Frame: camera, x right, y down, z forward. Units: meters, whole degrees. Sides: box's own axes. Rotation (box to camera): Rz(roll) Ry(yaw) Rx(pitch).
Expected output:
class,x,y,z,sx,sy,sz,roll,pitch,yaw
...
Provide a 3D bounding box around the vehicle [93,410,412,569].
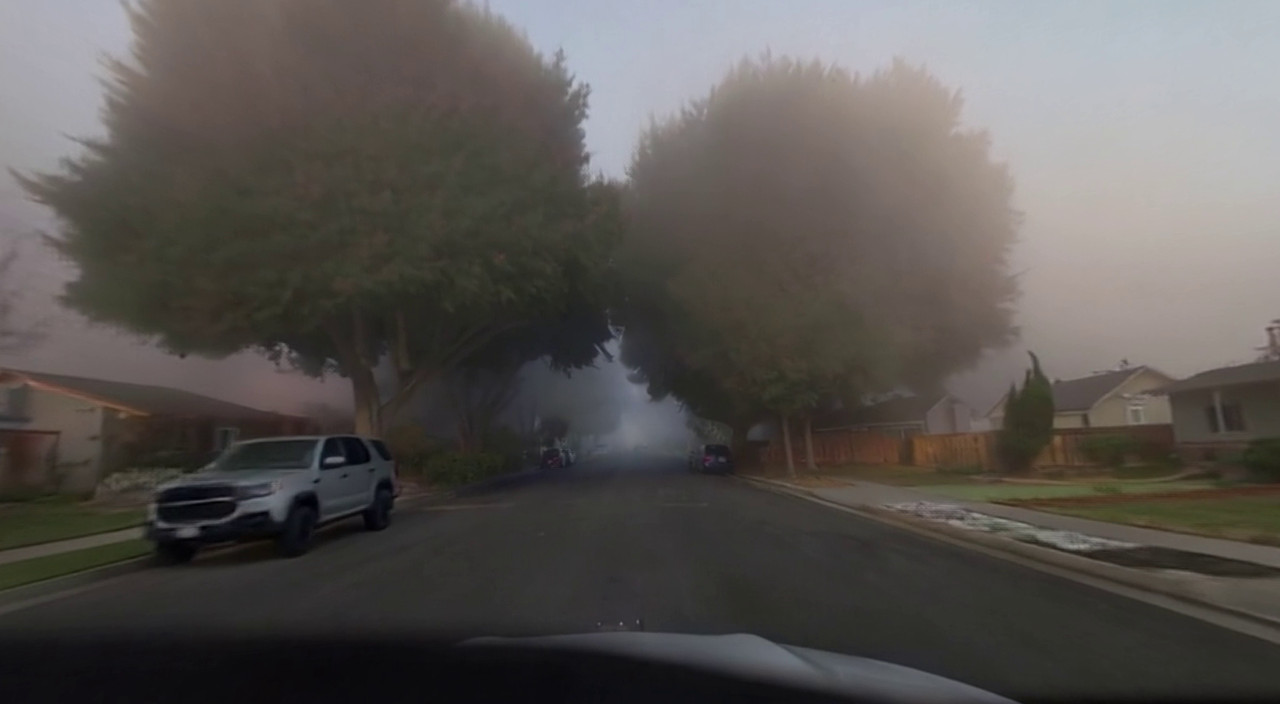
class,x,y,z,sx,sy,sz,roll,pitch,yaw
vehicle,-5.796,2.096,10.556,2.341,1.942,5.044,-1,-8,-3

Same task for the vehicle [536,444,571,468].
class,x,y,z,sx,sy,sz,roll,pitch,yaw
vehicle,-6.346,7.687,46.746,1.944,1.621,4.187,-1,-9,1

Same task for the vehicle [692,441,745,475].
class,x,y,z,sx,sy,sz,roll,pitch,yaw
vehicle,3.844,5.275,31.728,1.996,1.585,4.371,0,-8,-1
